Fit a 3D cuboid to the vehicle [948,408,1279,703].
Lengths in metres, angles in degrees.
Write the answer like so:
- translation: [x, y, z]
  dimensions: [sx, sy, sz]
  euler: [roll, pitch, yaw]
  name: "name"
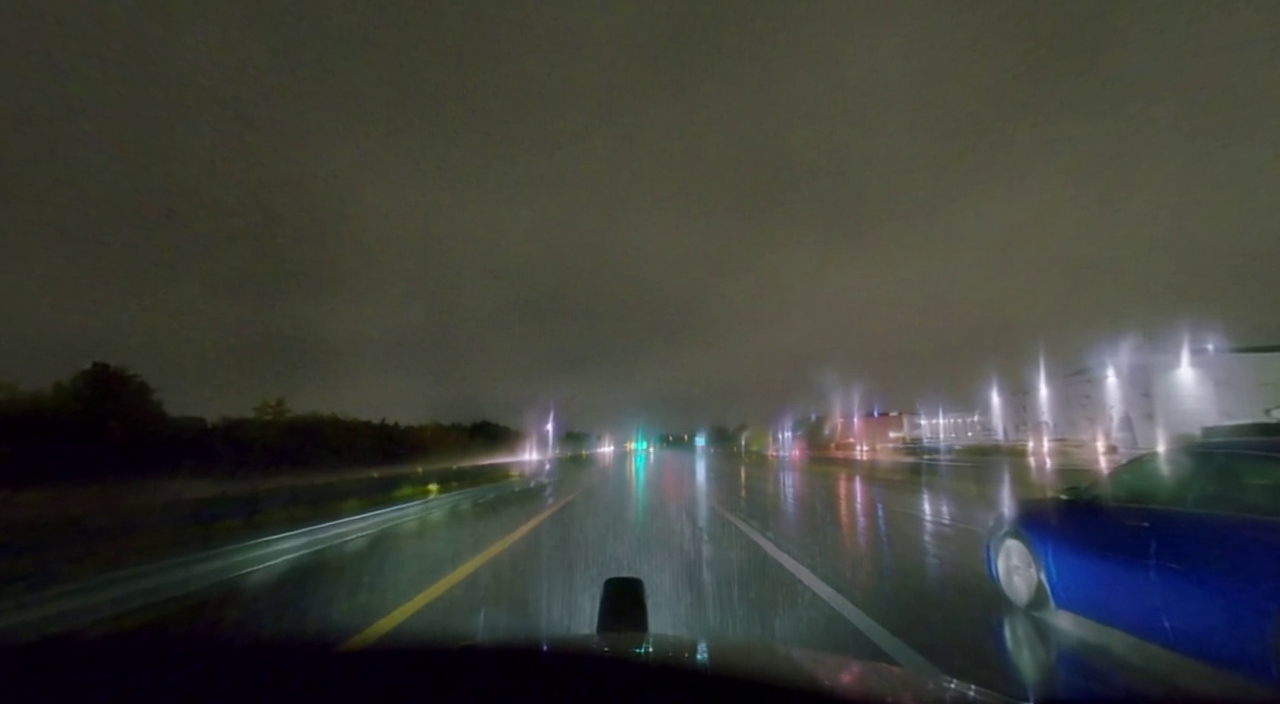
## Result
- translation: [4.172, 1.149, 3.949]
  dimensions: [2.053, 1.490, 4.799]
  euler: [0, -8, 0]
  name: "vehicle"
